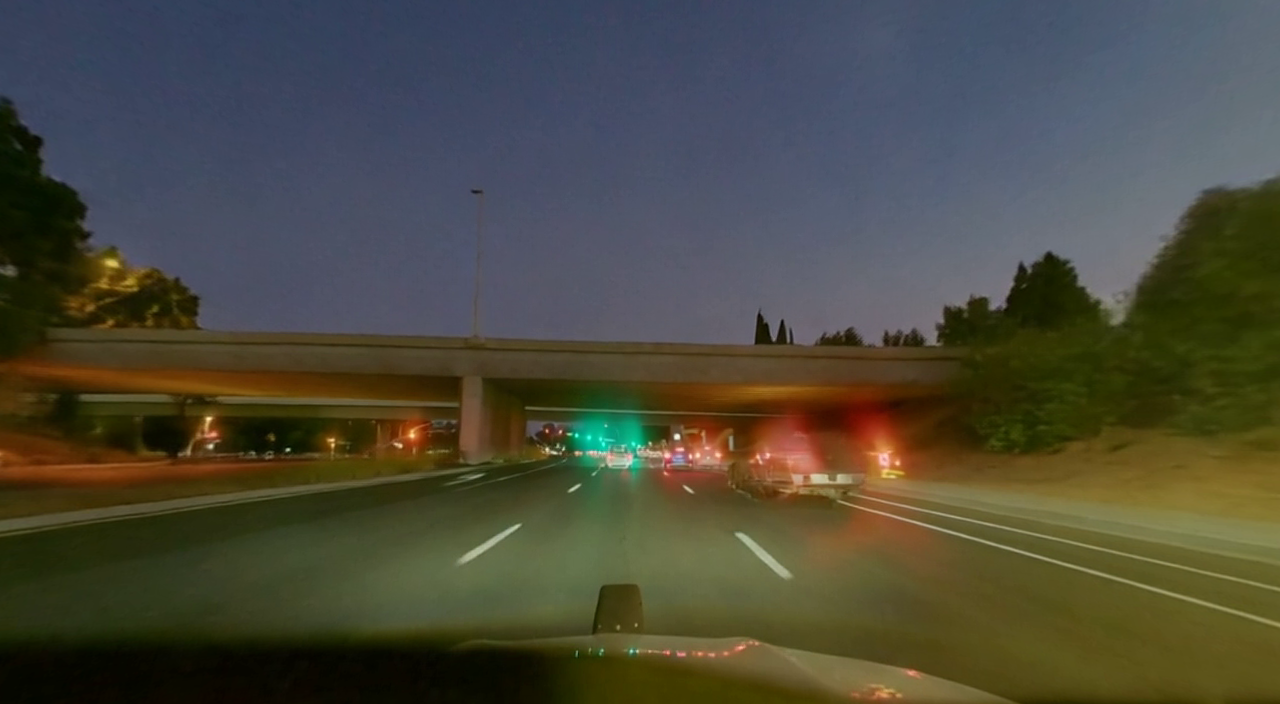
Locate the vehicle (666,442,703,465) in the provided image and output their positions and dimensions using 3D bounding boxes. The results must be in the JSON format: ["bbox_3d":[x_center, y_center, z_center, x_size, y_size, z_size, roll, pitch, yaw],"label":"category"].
[{"bbox_3d":[3.355,7.847,48.871,2.377,1.678,4.353,0,-8,-3],"label":"vehicle"}]

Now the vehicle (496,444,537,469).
[{"bbox_3d":[-8.073,6.851,41.650,2.007,1.519,4.366,0,-8,-2],"label":"vehicle"}]
